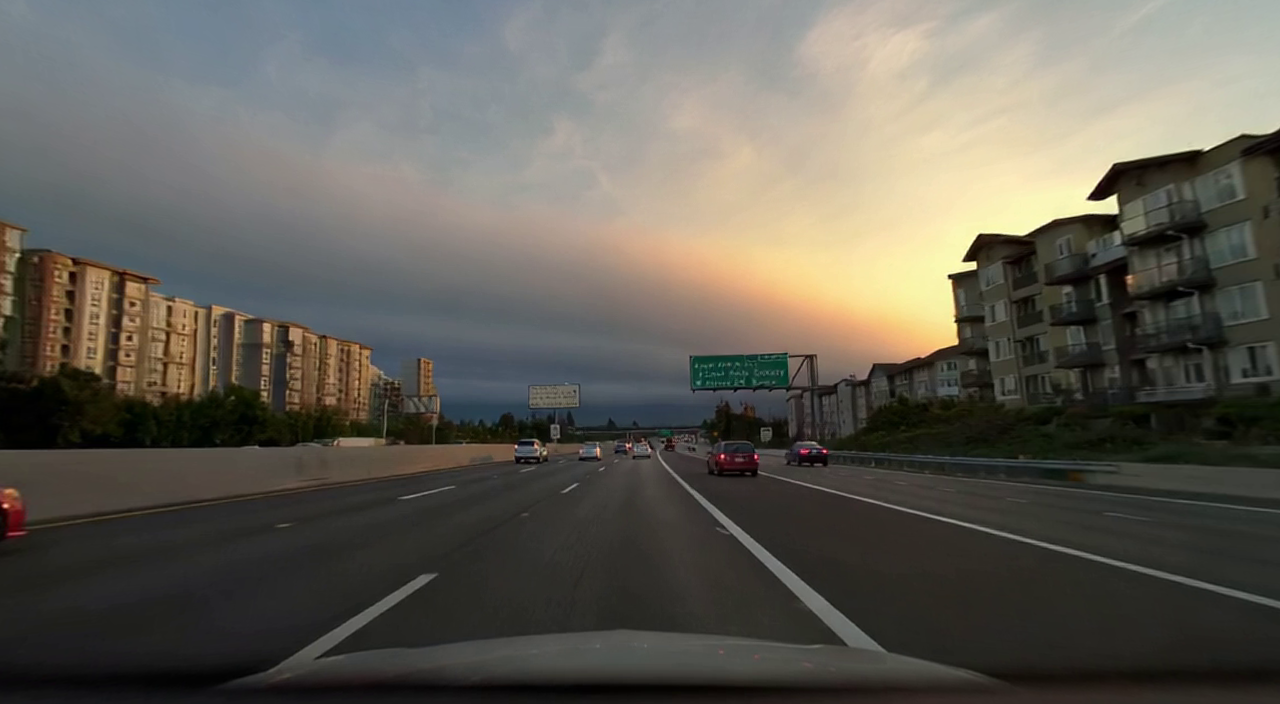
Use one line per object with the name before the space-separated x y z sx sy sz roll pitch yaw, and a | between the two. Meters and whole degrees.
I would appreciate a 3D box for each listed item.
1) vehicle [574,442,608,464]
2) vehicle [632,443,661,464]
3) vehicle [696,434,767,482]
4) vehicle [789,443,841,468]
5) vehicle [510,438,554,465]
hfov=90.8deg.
vehicle | -3.458 7.207 45.140 2.002 1.466 4.378 0 -9 1
vehicle | 0.450 7.337 45.747 1.992 1.431 4.055 0 -9 0
vehicle | 3.501 4.150 24.987 2.080 1.694 4.286 0 -9 -1
vehicle | 11.035 6.557 40.227 2.061 1.459 4.273 0 -9 0
vehicle | -7.238 6.718 42.648 2.057 1.733 4.589 0 -9 1
